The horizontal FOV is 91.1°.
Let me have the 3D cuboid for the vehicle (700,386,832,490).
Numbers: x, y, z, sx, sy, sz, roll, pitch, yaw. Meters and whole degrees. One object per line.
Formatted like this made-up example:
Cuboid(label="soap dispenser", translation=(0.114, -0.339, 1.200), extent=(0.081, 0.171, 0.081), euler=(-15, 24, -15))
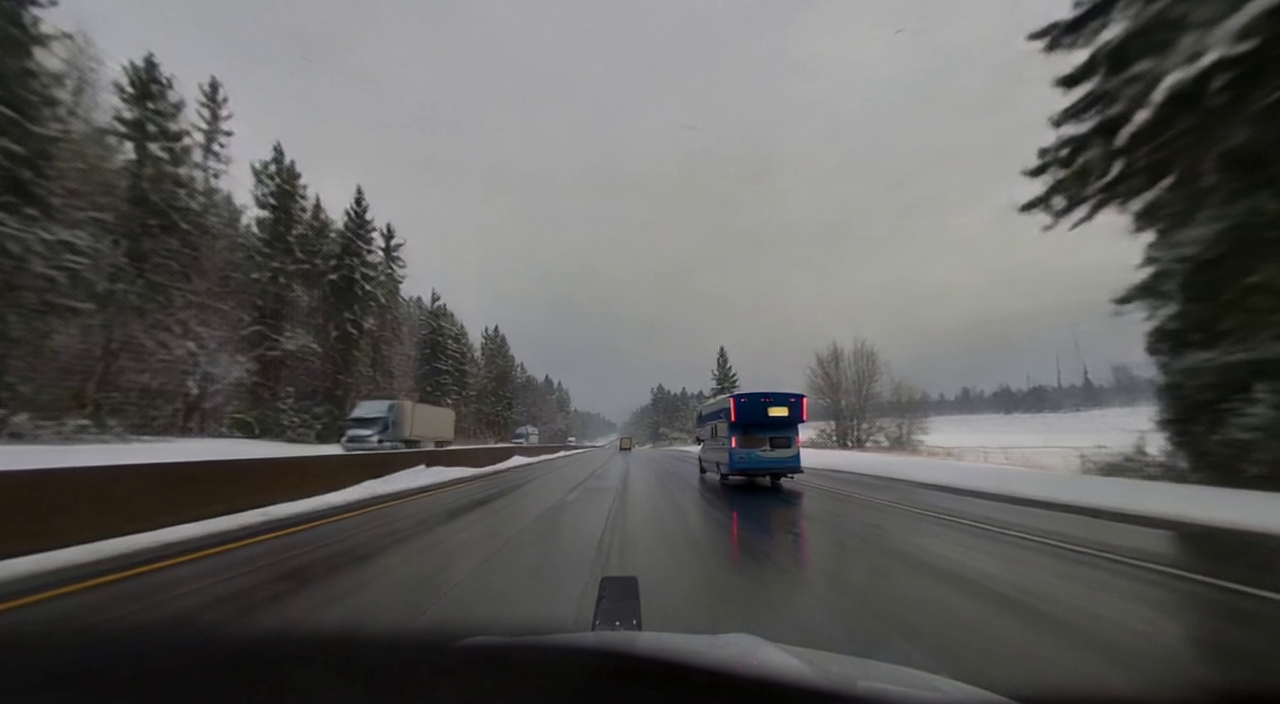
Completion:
Cuboid(label="vehicle", translation=(3.822, 2.851, 20.996), extent=(2.815, 2.876, 7.101), euler=(0, -8, -1))
